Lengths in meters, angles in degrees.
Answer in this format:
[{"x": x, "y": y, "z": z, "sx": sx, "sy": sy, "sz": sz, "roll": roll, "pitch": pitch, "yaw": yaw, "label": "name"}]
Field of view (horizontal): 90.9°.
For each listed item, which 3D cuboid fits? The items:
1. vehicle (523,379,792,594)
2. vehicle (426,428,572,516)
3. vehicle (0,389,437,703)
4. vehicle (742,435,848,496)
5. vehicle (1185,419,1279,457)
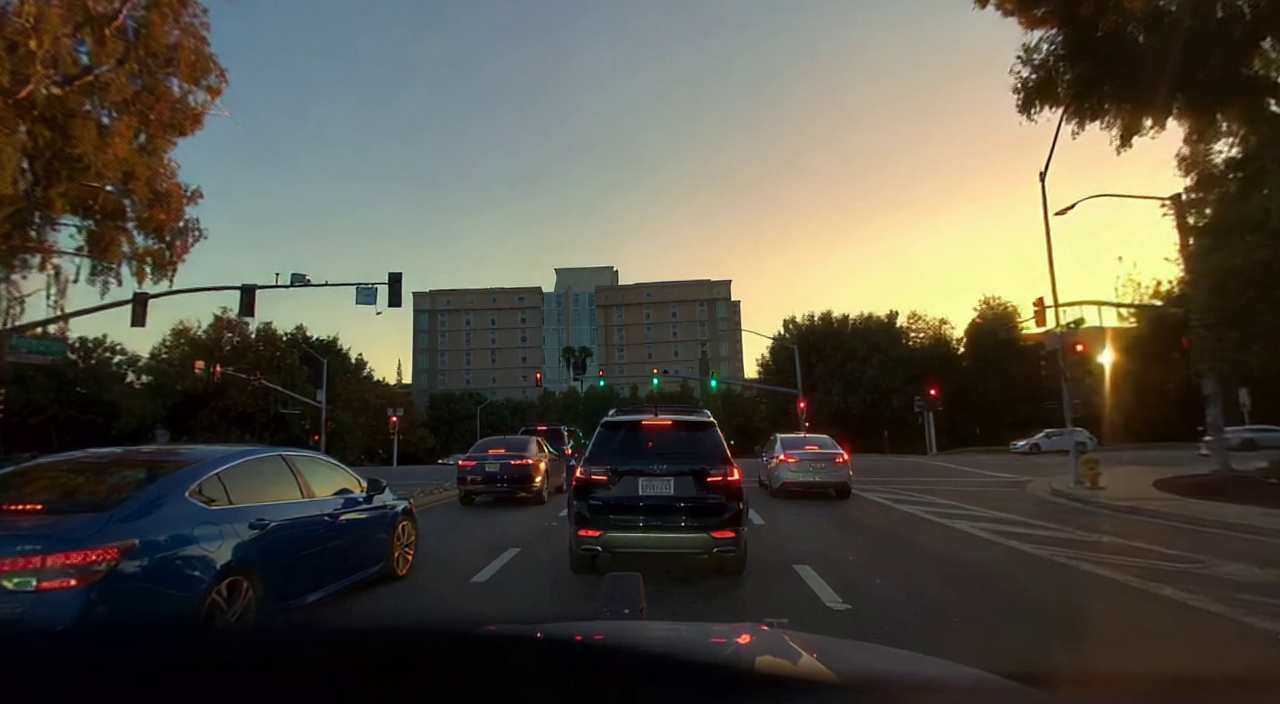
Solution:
[{"x": 0.203, "y": 1.467, "z": 7.667, "sx": 2.300, "sy": 1.832, "sz": 4.331, "roll": 0, "pitch": -8, "yaw": 1, "label": "vehicle"}, {"x": -2.688, "y": 2.386, "z": 13.059, "sx": 1.851, "sy": 1.502, "sz": 4.042, "roll": 0, "pitch": -8, "yaw": 4, "label": "vehicle"}, {"x": -3.226, "y": 1.197, "z": 4.405, "sx": 1.958, "sy": 1.494, "sz": 4.624, "roll": 0, "pitch": -8, "yaw": 2, "label": "vehicle"}, {"x": 4.097, "y": 3.060, "z": 17.345, "sx": 1.979, "sy": 1.453, "sz": 4.011, "roll": 0, "pitch": -8, "yaw": 1, "label": "vehicle"}, {"x": 26.991, "y": 3.786, "z": 27.577, "sx": 4.026, "sy": 1.573, "sz": 2.271, "roll": -1, "pitch": -8, "yaw": 6, "label": "vehicle"}]
